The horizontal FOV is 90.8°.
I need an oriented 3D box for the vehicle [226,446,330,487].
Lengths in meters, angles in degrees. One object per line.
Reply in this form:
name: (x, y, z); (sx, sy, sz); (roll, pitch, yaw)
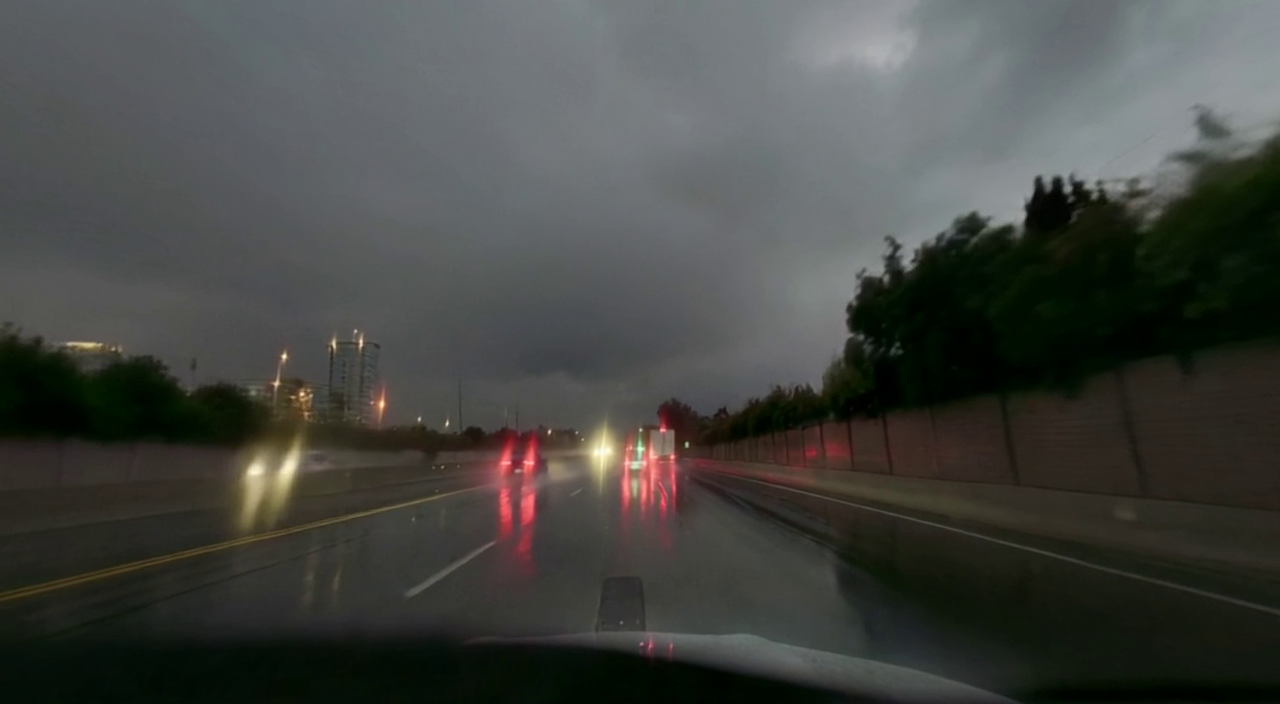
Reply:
vehicle: (-16.840, 5.313, 29.675); (2.096, 1.745, 4.728); (0, -9, 0)

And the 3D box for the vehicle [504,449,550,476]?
vehicle: (-7.398, 7.272, 41.707); (2.123, 1.671, 4.579); (0, -9, 0)

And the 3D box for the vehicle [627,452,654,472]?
vehicle: (-0.005, 8.631, 49.495); (2.033, 1.465, 3.775); (0, -9, -1)
